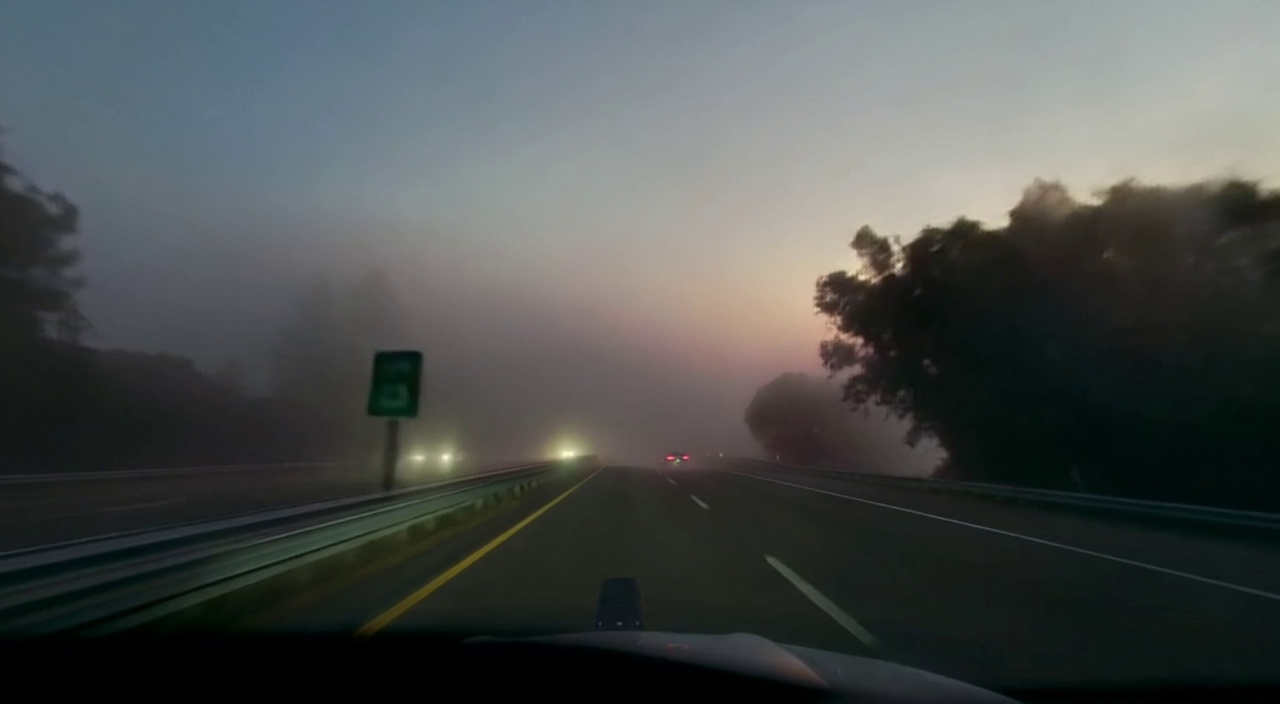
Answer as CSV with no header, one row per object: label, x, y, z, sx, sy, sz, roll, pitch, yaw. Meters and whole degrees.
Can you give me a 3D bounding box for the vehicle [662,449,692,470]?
vehicle,2.758,8.105,47.658,1.870,1.486,3.858,0,-9,-2
